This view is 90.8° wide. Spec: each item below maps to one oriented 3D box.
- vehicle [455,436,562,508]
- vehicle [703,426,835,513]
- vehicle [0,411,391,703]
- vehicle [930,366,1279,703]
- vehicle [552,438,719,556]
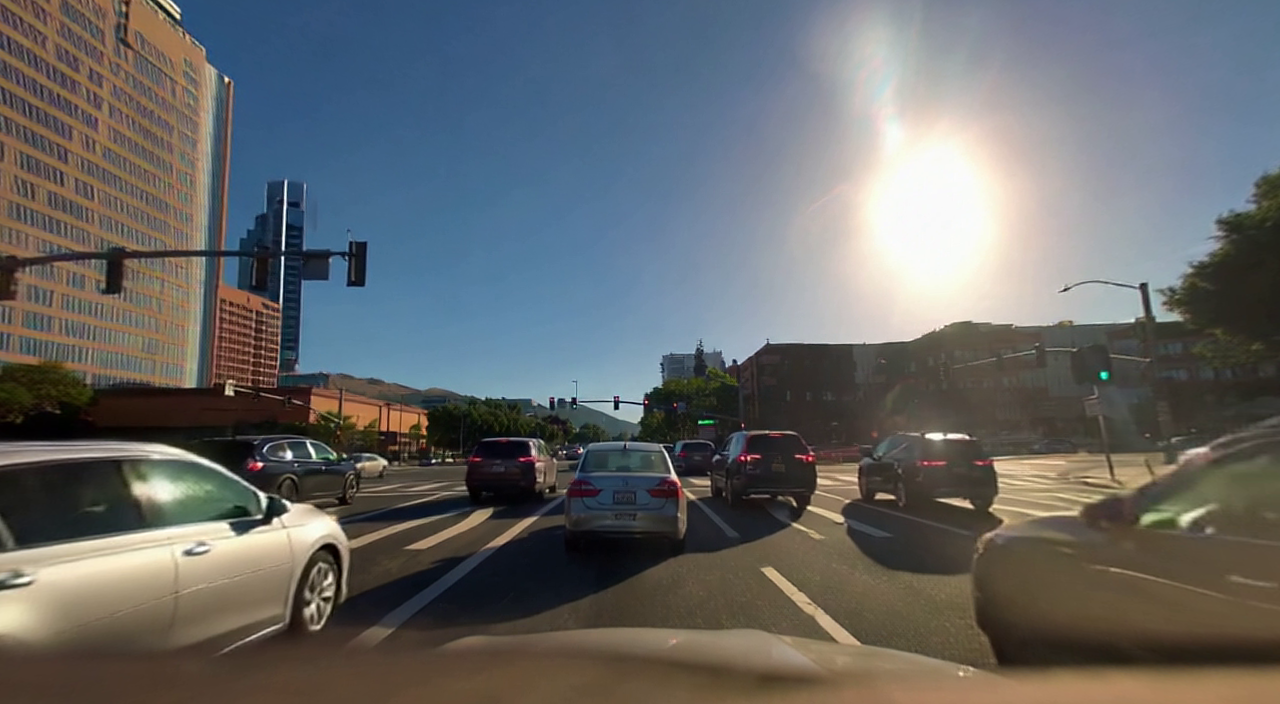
[{"bbox_3d":[-3.425,3.196,17.372,2.033,1.714,4.278,0,-8,0],"label":"vehicle"},{"bbox_3d":[2.874,2.742,15.270,2.138,1.778,4.422,0,-8,-2],"label":"vehicle"},{"bbox_3d":[-3.231,1.113,3.305,2.045,1.463,4.490,0,-8,0],"label":"vehicle"},{"bbox_3d":[3.057,0.814,1.876,1.996,1.566,4.917,0,-8,-1],"label":"vehicle"},{"bbox_3d":[-0.108,2.115,9.983,2.098,1.461,3.958,0,-8,-1],"label":"vehicle"}]
